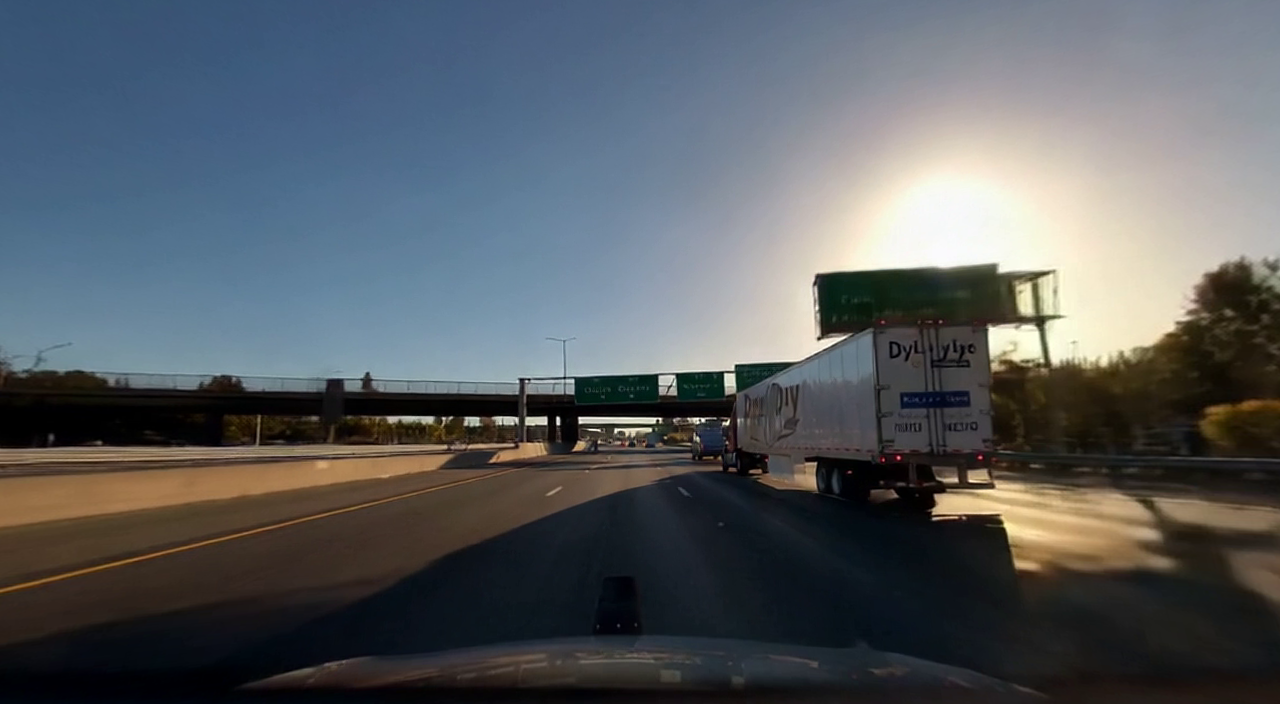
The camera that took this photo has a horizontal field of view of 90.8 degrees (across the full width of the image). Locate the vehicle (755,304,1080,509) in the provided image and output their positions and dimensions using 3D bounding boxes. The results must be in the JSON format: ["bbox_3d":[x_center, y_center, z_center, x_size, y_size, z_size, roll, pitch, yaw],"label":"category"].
[{"bbox_3d":[6.764,2.174,20.238,2.962,3.947,16.241,0,-8,-1],"label":"vehicle"}]
